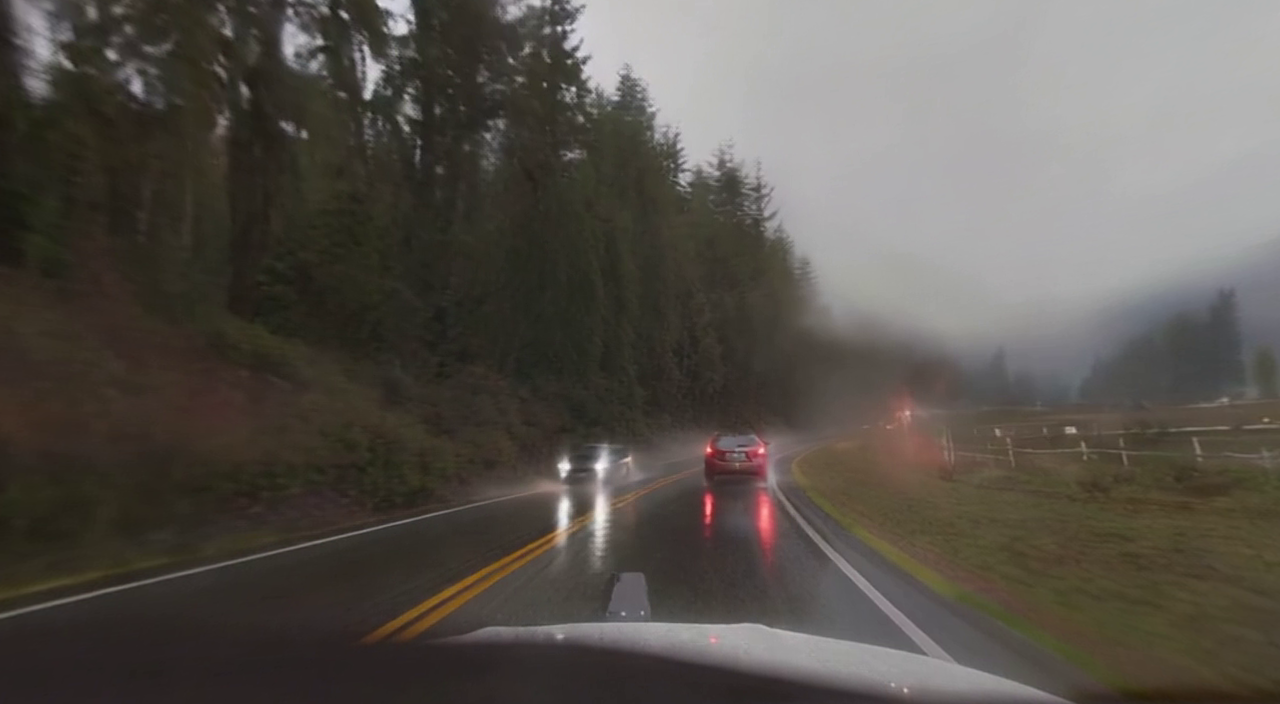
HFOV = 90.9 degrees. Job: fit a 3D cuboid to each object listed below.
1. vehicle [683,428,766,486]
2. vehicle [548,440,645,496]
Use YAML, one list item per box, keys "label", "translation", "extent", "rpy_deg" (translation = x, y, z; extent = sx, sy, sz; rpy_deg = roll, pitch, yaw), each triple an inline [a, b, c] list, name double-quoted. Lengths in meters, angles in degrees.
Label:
- label: "vehicle"
  translation: [2.695, 3.241, 19.768]
  extent: [2.274, 1.583, 4.349]
  rpy_deg: [-1, -8, 9]
- label: "vehicle"
  translation: [-1.239, 3.637, 20.233]
  extent: [2.143, 1.586, 4.238]
  rpy_deg: [-1, -9, 10]
